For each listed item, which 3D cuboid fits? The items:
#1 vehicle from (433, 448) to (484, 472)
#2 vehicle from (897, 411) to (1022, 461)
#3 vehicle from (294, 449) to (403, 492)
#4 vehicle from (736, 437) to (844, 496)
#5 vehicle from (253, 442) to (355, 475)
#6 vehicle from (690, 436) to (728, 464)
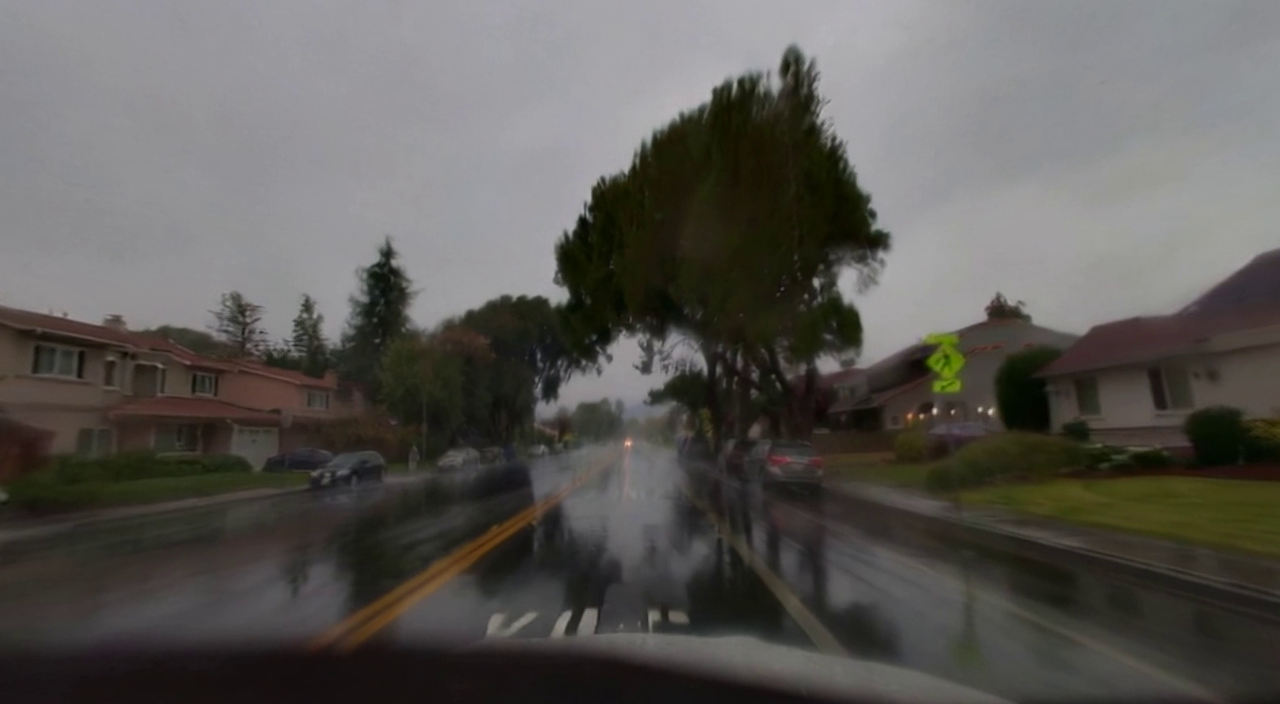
[{"bbox_3d":[-11.603,6.923,40.731,1.867,1.452,4.331,0,-8,2],"label":"vehicle"},{"bbox_3d":[13.288,3.529,26.483,4.180,1.707,2.083,4,-9,1],"label":"vehicle"},{"bbox_3d":[-11.472,4.670,25.287,2.079,1.509,4.591,0,-9,1],"label":"vehicle"},{"bbox_3d":[4.363,3.414,19.256,1.920,1.541,4.709,1,-9,-3],"label":"vehicle"},{"bbox_3d":[-17.815,5.638,33.598,4.310,1.705,1.905,0,-9,3],"label":"vehicle"},{"bbox_3d":[4.503,6.472,41.947,1.993,1.743,4.525,0,-9,-1],"label":"vehicle"}]
